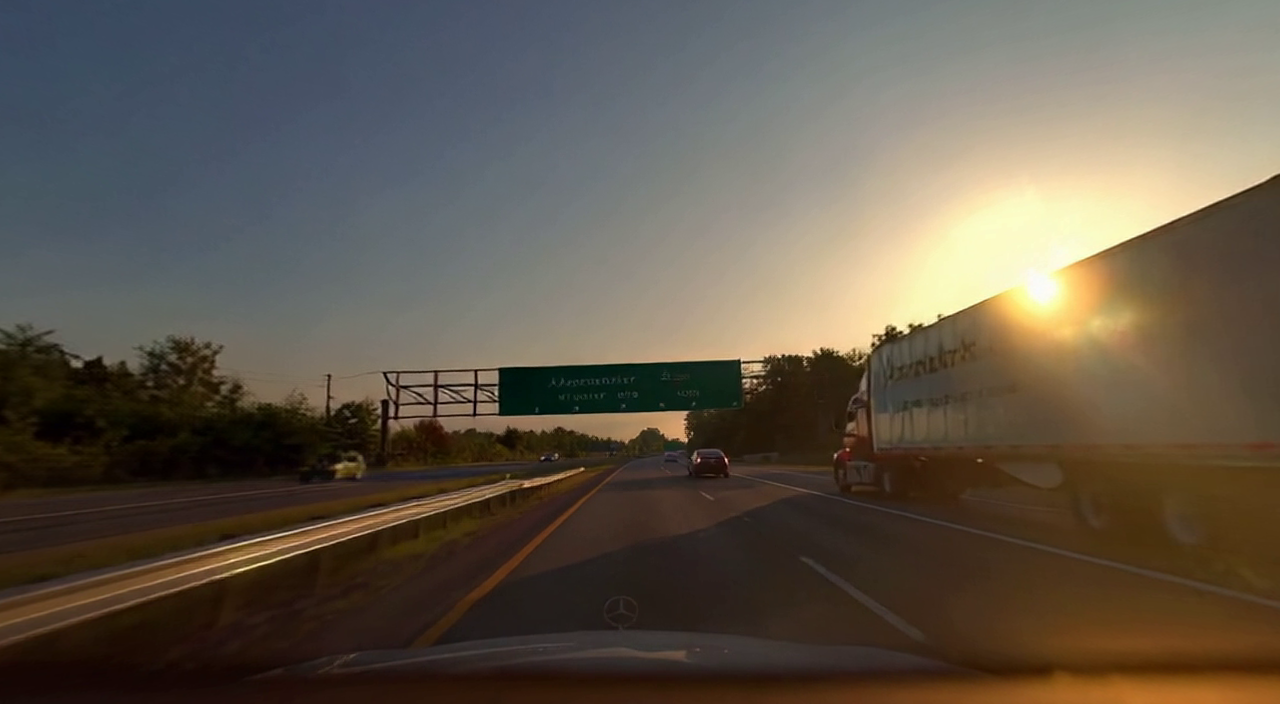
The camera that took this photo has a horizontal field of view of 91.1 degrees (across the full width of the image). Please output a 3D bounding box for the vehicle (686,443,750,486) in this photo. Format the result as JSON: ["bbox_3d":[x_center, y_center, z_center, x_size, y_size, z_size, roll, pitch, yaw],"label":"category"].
[{"bbox_3d":[3.042,4.495,25.325,2.024,1.579,3.707,0,-9,-1],"label":"vehicle"}]

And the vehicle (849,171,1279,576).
[{"bbox_3d":[7.875,1.078,11.951,2.907,4.042,13.858,0,-9,-1],"label":"vehicle"}]

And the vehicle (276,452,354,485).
[{"bbox_3d":[-15.430,5.536,30.060,1.795,1.421,3.668,0,-9,0],"label":"vehicle"}]
